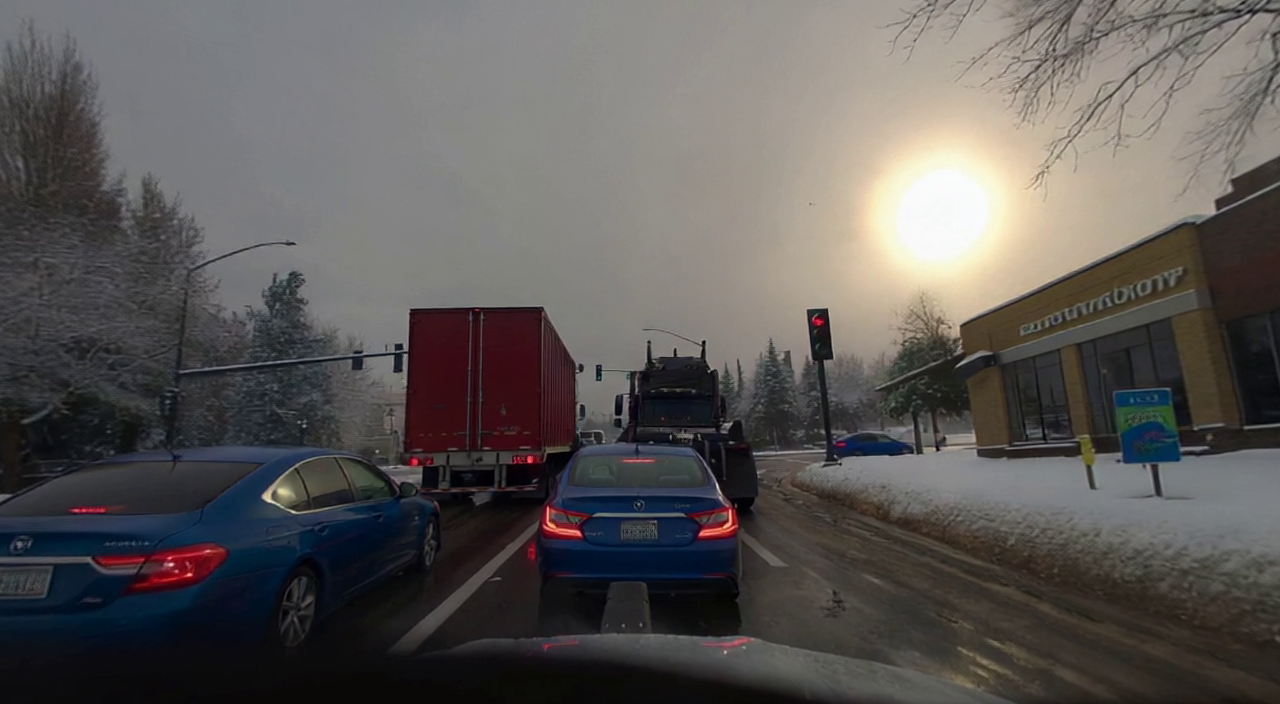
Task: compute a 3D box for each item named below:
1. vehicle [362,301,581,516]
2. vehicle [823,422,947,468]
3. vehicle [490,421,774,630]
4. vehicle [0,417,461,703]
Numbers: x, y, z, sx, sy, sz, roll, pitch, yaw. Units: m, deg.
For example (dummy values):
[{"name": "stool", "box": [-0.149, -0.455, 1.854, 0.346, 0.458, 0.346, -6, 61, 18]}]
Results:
[{"name": "vehicle", "box": [-3.262, 1.472, 14.624, 3.020, 3.800, 7.105, 0, -8, 1]}, {"name": "vehicle", "box": [10.921, 4.177, 28.144, 4.681, 1.713, 1.969, -2, -10, -10]}, {"name": "vehicle", "box": [-0.113, 1.571, 6.705, 2.067, 1.506, 4.118, 0, -8, -2]}, {"name": "vehicle", "box": [-3.102, 1.373, 5.162, 1.969, 1.471, 4.378, 0, -8, 0]}]
